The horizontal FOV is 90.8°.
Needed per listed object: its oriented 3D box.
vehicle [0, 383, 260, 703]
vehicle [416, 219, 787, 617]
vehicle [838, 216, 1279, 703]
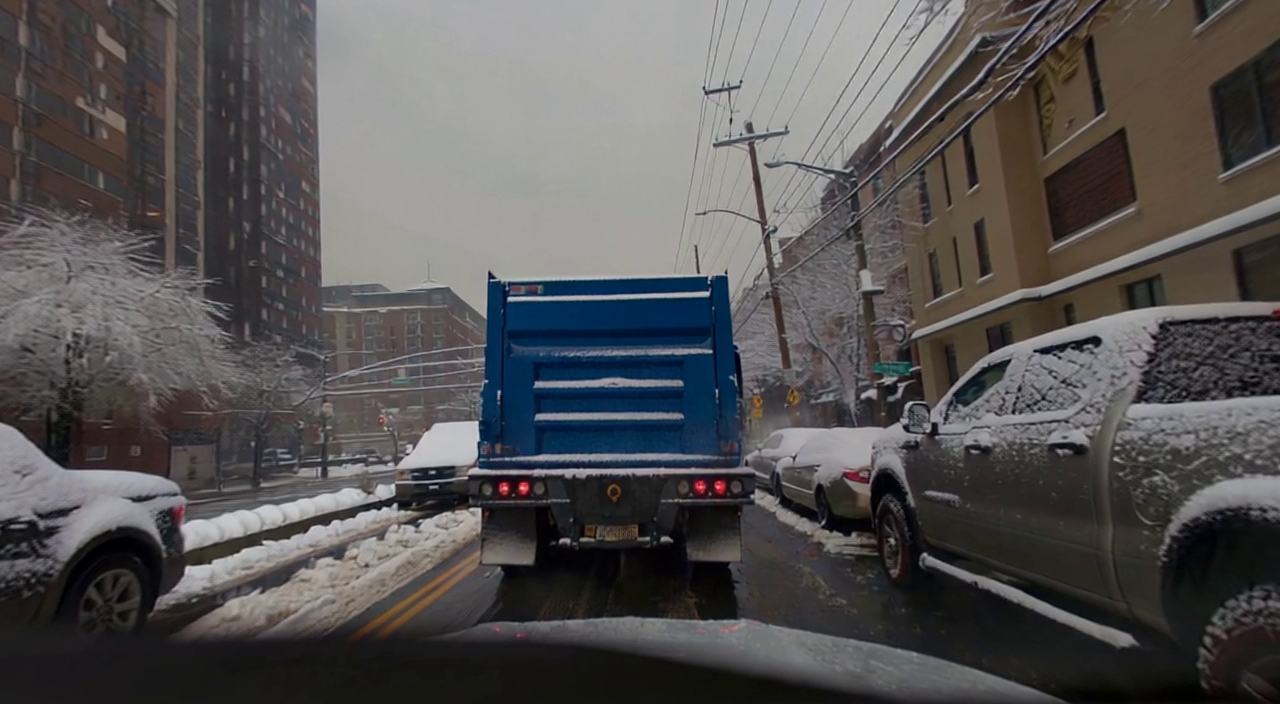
[{"bbox_3d":[-4.124,0.957,2.839,1.988,1.657,4.492,0,-8,0],"label":"vehicle"},{"bbox_3d":[-0.236,1.072,9.205,2.878,3.204,8.244,0,-8,1],"label":"vehicle"},{"bbox_3d":[3.234,0.824,3.865,2.242,1.979,5.722,0,-8,1],"label":"vehicle"}]
